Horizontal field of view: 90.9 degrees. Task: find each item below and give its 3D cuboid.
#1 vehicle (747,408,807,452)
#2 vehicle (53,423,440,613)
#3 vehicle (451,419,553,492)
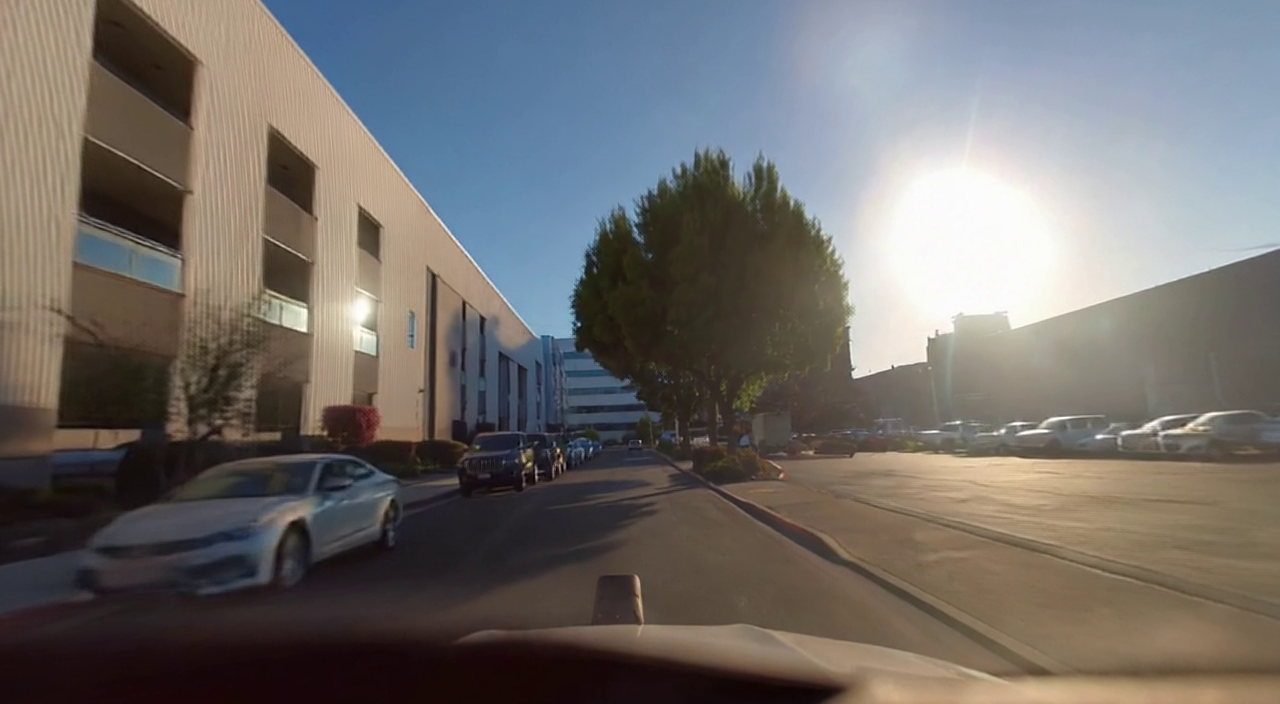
[{"bbox_3d":[10.291,6.007,48.155,2.622,3.108,7.053,0,-8,-3],"label":"vehicle"},{"bbox_3d":[-4.160,1.809,7.791,2.040,1.501,4.440,-4,-9,-2],"label":"vehicle"},{"bbox_3d":[-4.143,3.259,19.777,2.161,1.843,5.181,-4,-10,-2],"label":"vehicle"}]
